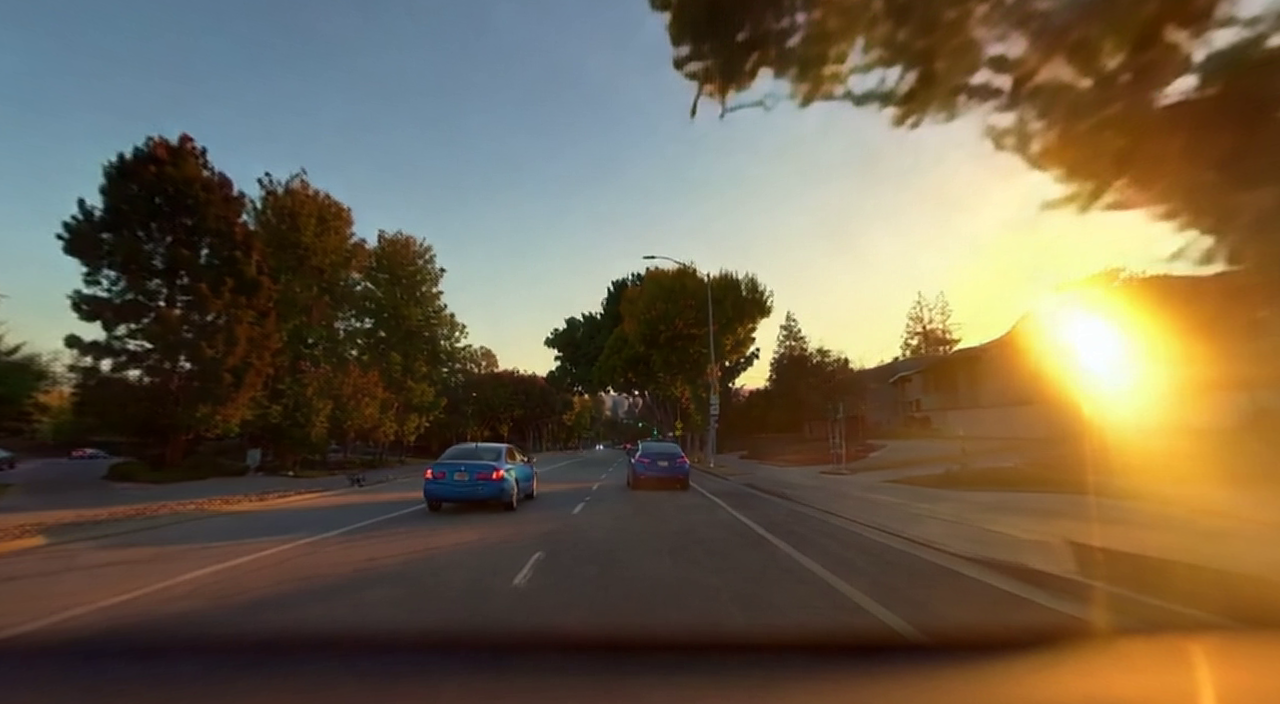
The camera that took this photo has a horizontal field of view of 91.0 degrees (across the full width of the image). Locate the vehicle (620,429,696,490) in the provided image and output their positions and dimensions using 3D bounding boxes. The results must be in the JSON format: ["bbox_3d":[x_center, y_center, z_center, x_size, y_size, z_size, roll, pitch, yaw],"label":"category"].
[{"bbox_3d":[0.458,3.545,21.147,2.215,1.799,4.426,0,-8,-3],"label":"vehicle"}]

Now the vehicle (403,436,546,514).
[{"bbox_3d":[-3.438,2.625,13.954,2.036,1.447,4.044,0,-8,1],"label":"vehicle"}]
